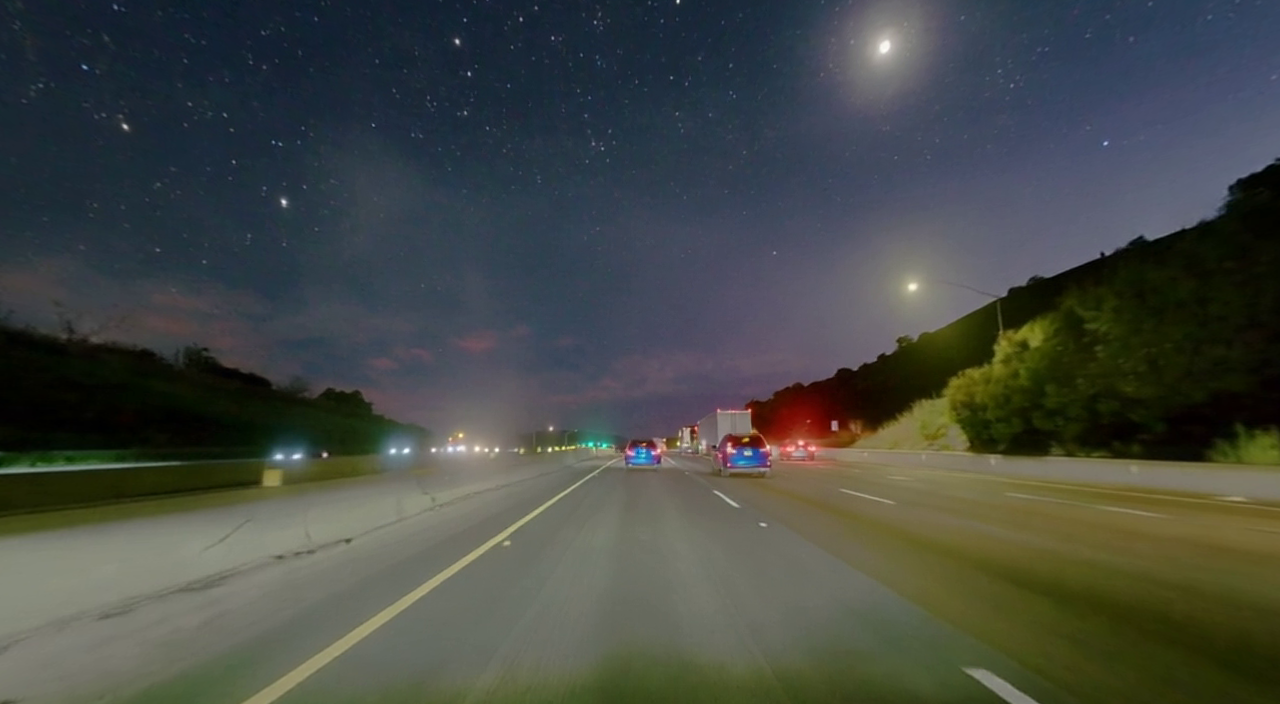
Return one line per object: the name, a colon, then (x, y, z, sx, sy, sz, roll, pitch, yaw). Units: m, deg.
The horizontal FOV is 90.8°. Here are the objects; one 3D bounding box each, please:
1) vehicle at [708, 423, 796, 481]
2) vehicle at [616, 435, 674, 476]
vehicle: (3.754, 3.461, 22.089, 2.098, 1.794, 4.561, 0, -9, -2)
vehicle: (0.148, 4.033, 24.820, 2.083, 1.477, 3.965, 0, -8, -1)
